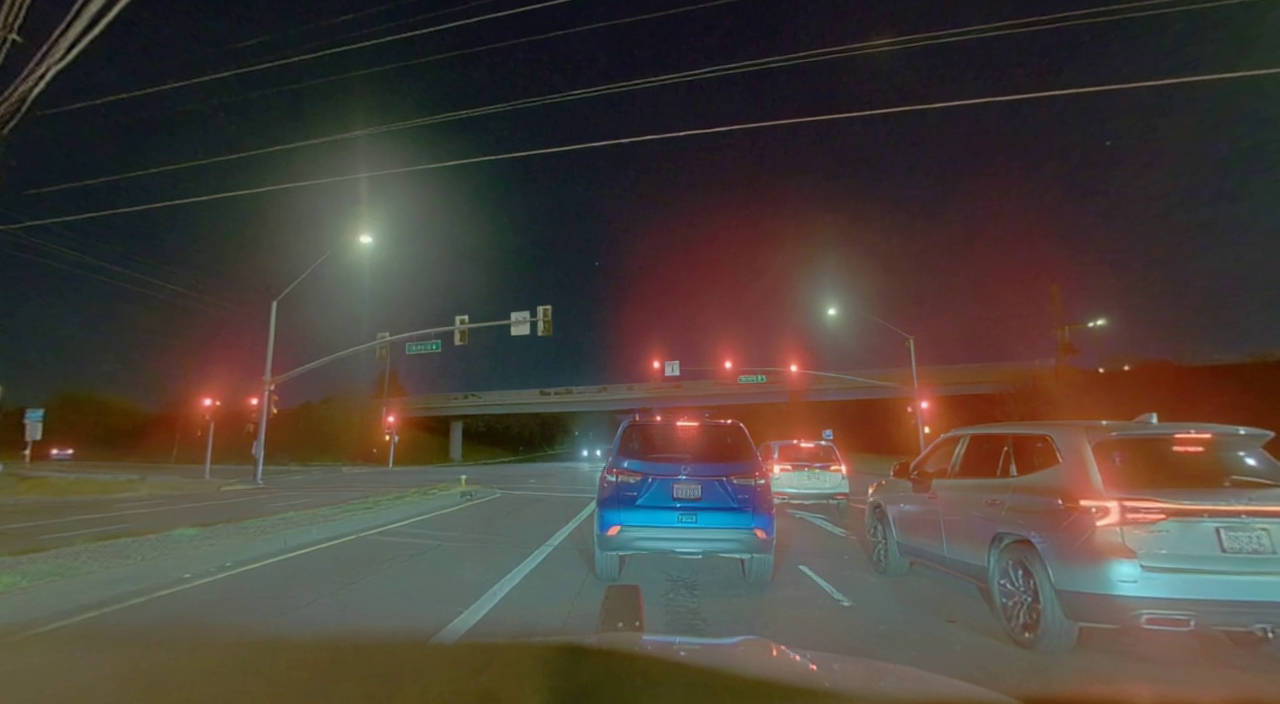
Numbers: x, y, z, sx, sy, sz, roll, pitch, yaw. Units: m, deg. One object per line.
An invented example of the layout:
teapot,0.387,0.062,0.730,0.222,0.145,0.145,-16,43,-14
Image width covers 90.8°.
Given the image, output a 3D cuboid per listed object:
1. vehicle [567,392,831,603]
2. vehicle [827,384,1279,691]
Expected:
vehicle,0.451,1.552,7.612,2.240,1.778,4.335,0,-8,-1
vehicle,3.406,1.339,5.790,1.990,1.649,4.625,0,-8,1
